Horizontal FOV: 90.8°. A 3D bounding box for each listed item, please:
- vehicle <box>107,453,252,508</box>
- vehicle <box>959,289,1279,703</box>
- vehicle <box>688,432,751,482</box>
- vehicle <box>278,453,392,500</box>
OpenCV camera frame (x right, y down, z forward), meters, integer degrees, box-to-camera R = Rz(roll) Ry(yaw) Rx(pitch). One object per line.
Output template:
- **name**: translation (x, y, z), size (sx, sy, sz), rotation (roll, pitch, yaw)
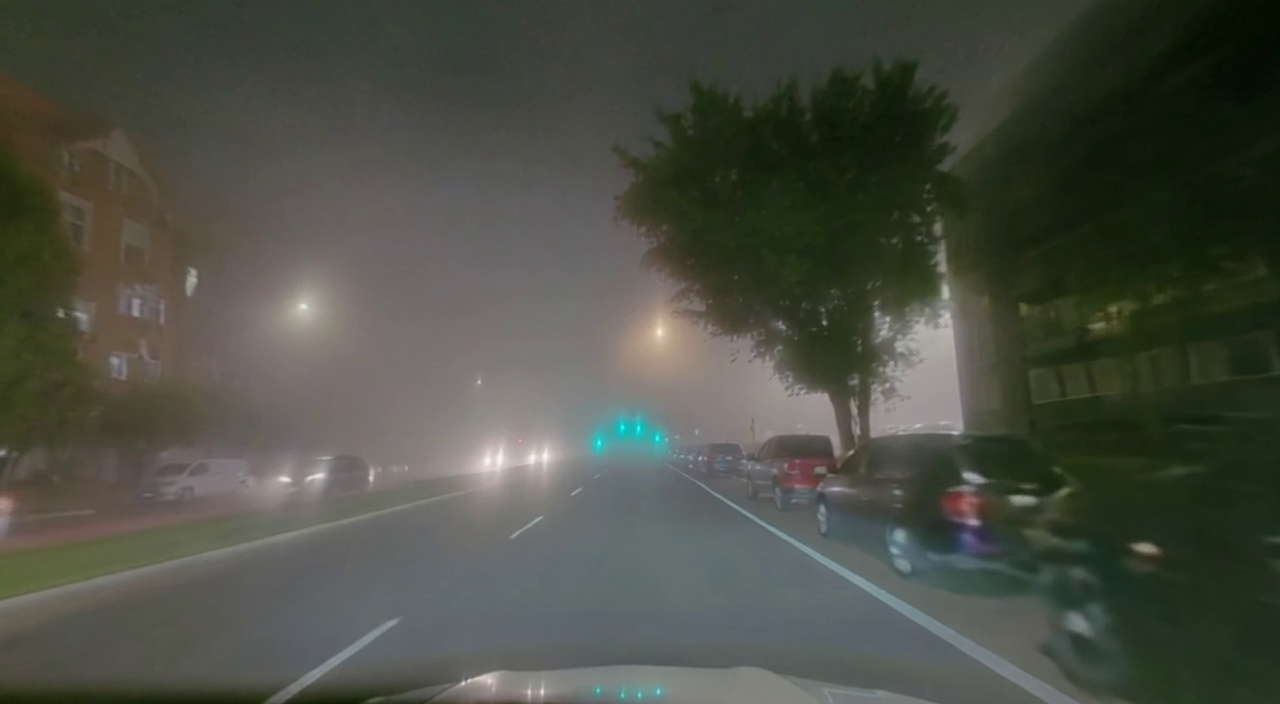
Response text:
- **vehicle**: translation (-18.163, 5.055, 25.344), size (2.151, 1.885, 4.979), rotation (0, -9, -2)
- **vehicle**: translation (3.488, 0.689, 2.128), size (2.175, 1.910, 4.933), rotation (0, -9, 0)
- **vehicle**: translation (3.251, 4.392, 26.699), size (1.935, 1.920, 4.397), rotation (0, -9, -1)
- **vehicle**: translation (-11.273, 4.592, 23.811), size (1.982, 1.515, 4.648), rotation (0, -9, 0)
